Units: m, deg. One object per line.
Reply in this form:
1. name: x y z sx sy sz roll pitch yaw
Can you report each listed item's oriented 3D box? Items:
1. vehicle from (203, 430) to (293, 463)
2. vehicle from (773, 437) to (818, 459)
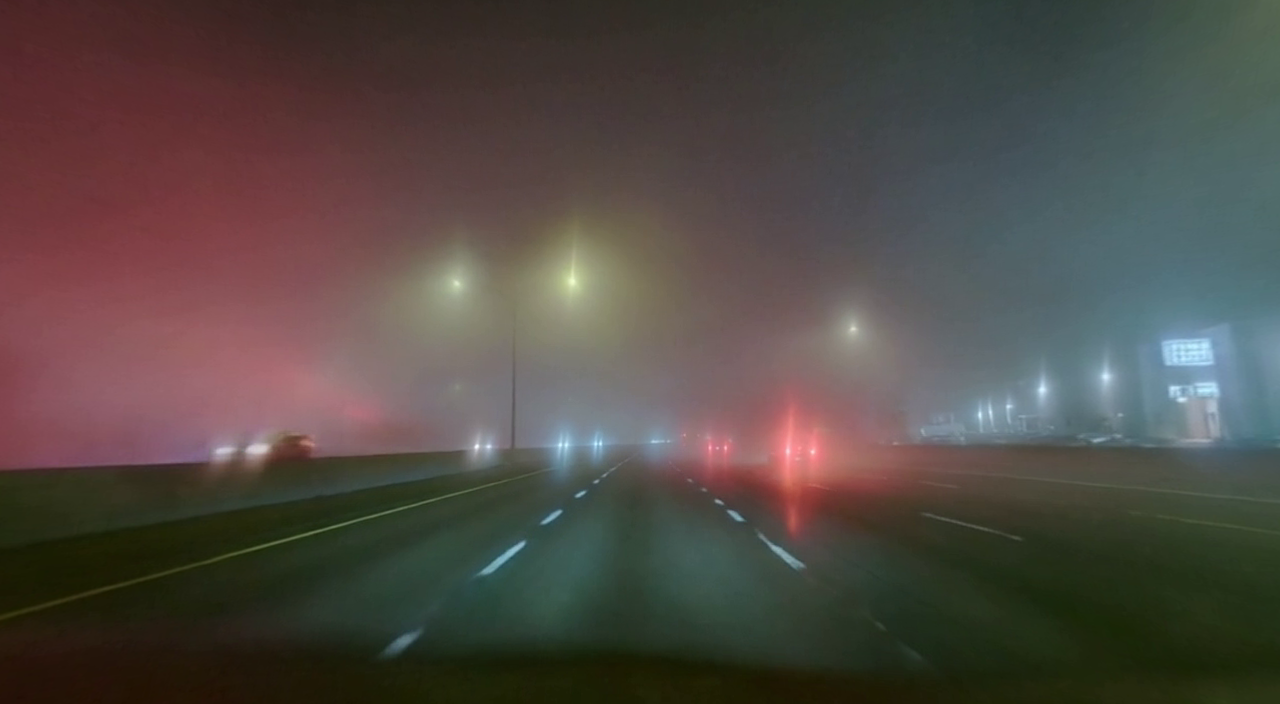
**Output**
1. vehicle: -18.241 4.416 29.556 1.798 1.431 3.672 0 -8 1
2. vehicle: 11.027 6.820 44.938 2.000 1.514 4.585 -1 -8 0
